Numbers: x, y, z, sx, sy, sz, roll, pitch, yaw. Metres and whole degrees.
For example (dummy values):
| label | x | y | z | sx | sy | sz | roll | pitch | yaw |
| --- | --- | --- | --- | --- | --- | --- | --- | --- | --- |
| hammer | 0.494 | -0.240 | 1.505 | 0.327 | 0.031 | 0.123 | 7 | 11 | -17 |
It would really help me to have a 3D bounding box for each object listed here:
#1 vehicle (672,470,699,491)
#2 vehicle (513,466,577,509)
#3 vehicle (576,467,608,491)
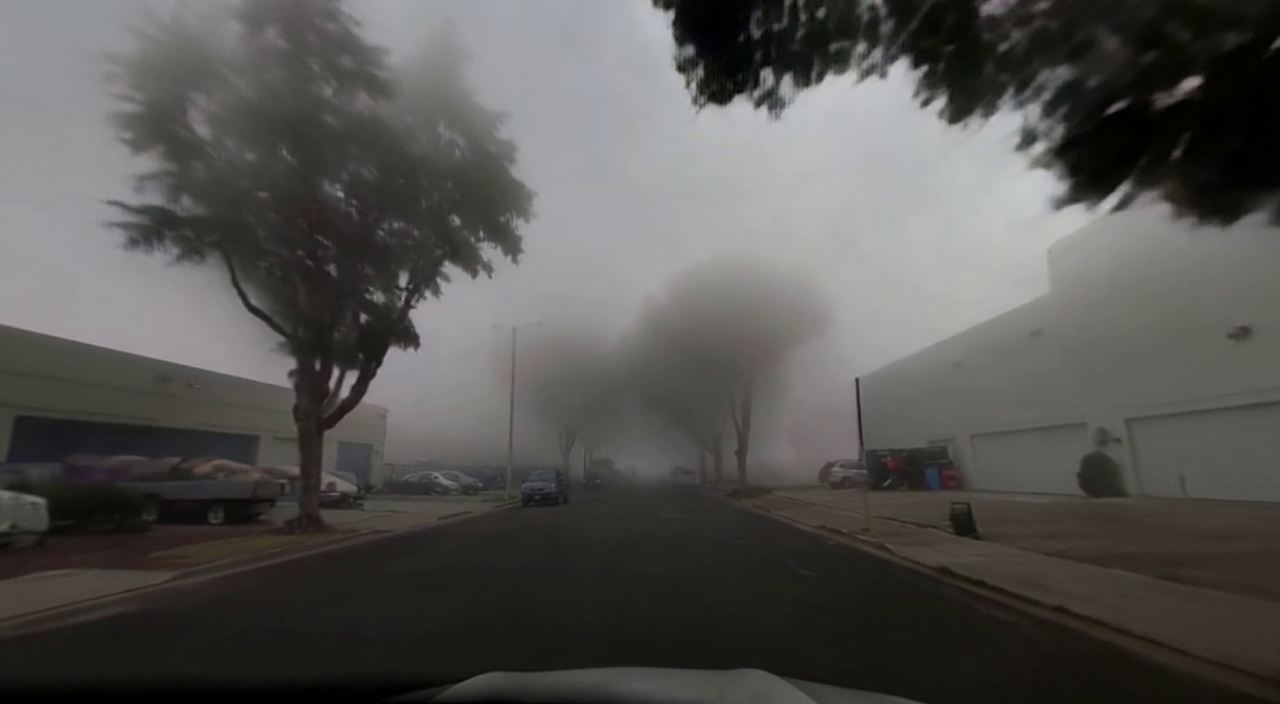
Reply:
| label | x | y | z | sx | sy | sz | roll | pitch | yaw |
| --- | --- | --- | --- | --- | --- | --- | --- | --- | --- |
| vehicle | 3.468 | 9.818 | 48.218 | 1.819 | 1.446 | 3.909 | 1 | -11 | 1 |
| vehicle | -4.010 | 5.782 | 27.276 | 1.927 | 1.580 | 4.556 | -1 | -9 | 2 |
| vehicle | -3.413 | 9.173 | 45.596 | 1.835 | 1.625 | 3.674 | 1 | -11 | 3 |
